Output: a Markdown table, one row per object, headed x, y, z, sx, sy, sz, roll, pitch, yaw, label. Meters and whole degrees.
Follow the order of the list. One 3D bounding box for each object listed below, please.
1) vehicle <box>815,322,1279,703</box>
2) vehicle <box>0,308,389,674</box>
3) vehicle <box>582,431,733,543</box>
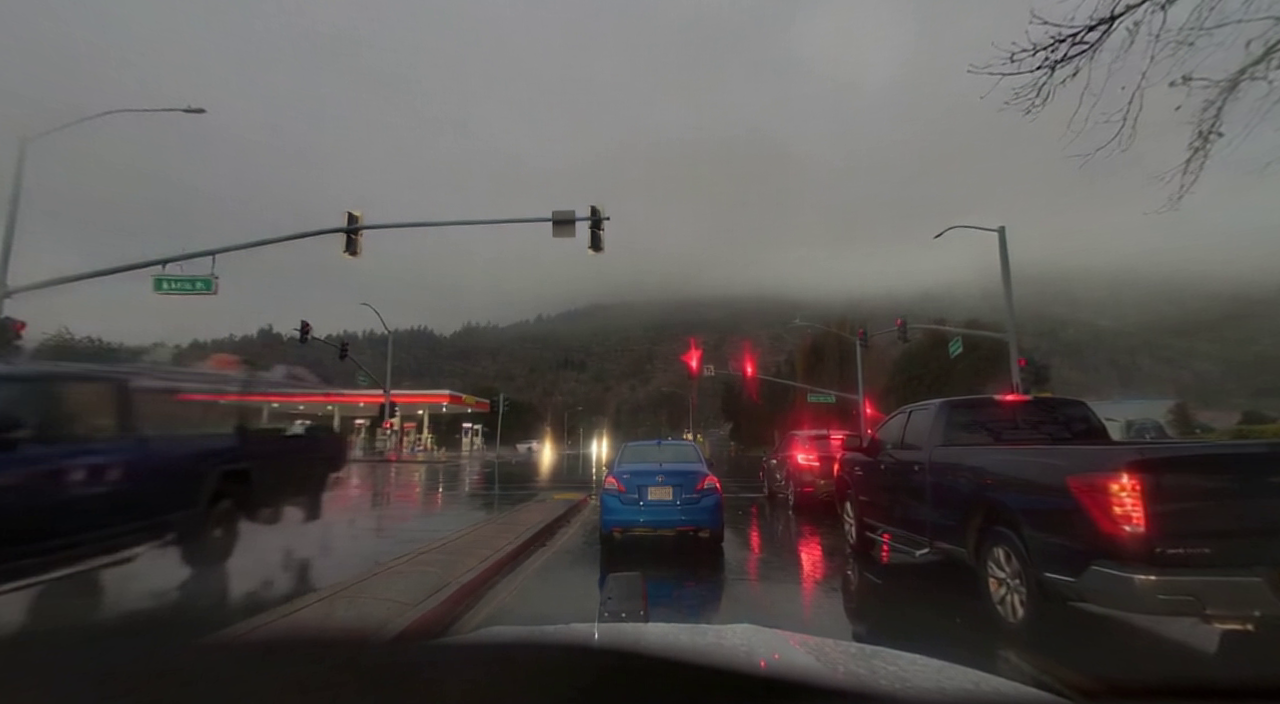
| x | y | z | sx | sy | sz | roll | pitch | yaw | label |
| --- | --- | --- | --- | --- | --- | --- | --- | --- | --- |
| 3.561 | 1.242 | 5.585 | 2.277 | 1.871 | 6.143 | 0 | -8 | 0 | vehicle |
| -4.814 | 1.027 | 5.581 | 2.615 | 2.031 | 5.638 | 2 | -8 | 2 | vehicle |
| 0.239 | 2.118 | 10.513 | 2.027 | 1.494 | 3.824 | 0 | -8 | 0 | vehicle |
